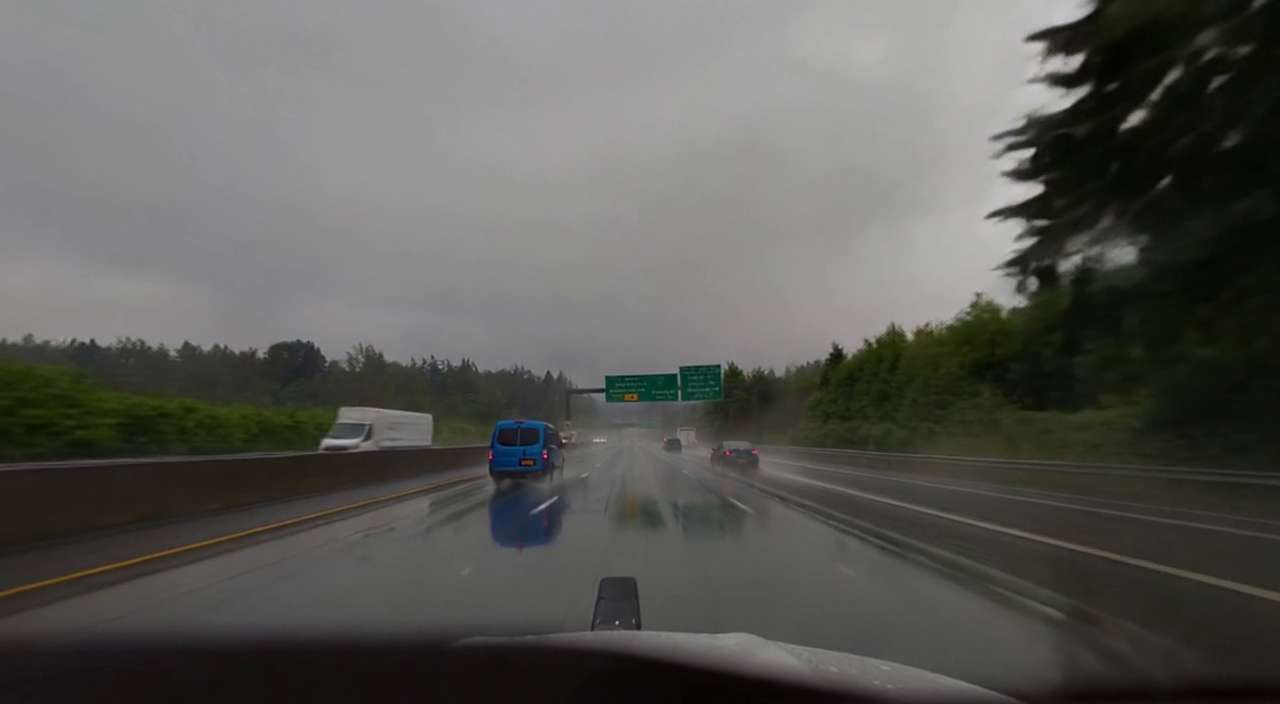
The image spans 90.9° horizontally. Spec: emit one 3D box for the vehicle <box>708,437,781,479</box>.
[{"bbox_3d":[3.907,4.006,24.240,2.020,1.464,3.803,1,-8,-2],"label":"vehicle"}]

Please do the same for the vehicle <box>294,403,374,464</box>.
[{"bbox_3d":[-20.314,5.458,42.150,2.937,3.848,4.375,0,-8,0],"label":"vehicle"}]

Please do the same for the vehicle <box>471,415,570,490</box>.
[{"bbox_3d":[-3.563,3.113,19.924,2.275,2.053,5.082,1,-8,-2],"label":"vehicle"}]
